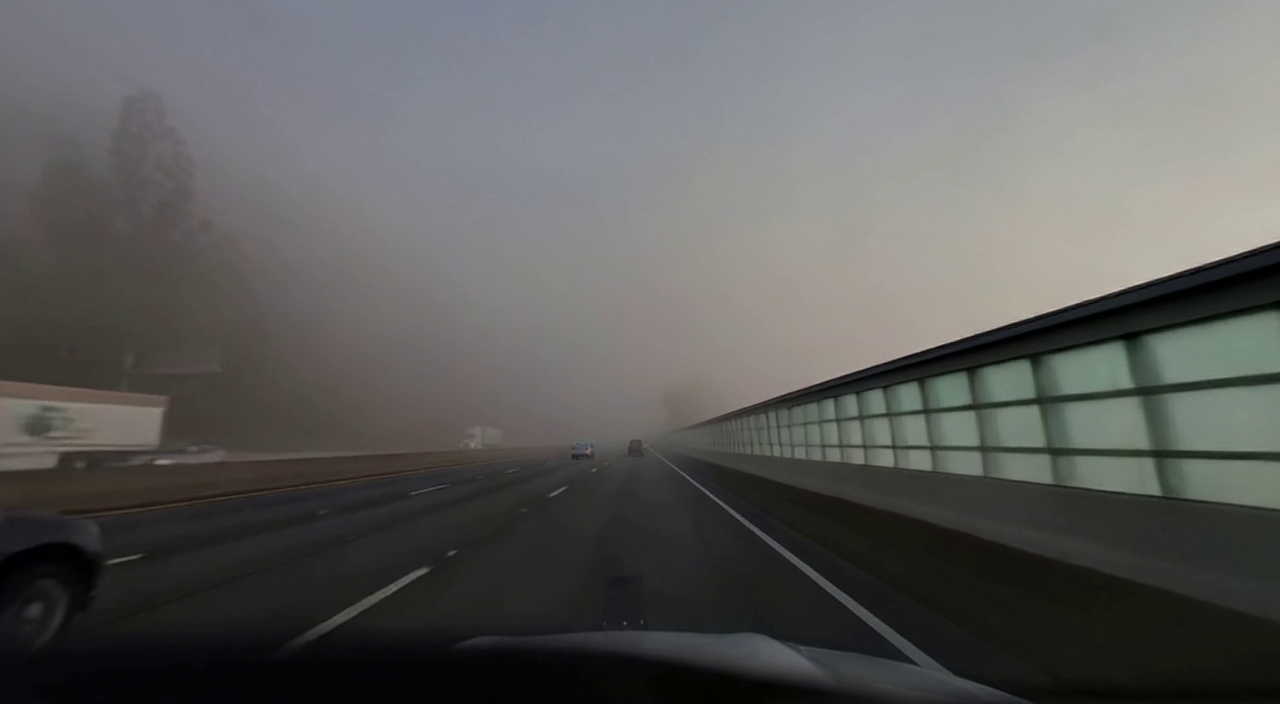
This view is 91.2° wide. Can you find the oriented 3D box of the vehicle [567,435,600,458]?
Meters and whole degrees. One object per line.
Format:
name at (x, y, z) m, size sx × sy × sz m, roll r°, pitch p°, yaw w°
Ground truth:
vehicle at (-4.110, 6.985, 46.372) m, size 2.063 × 1.598 × 4.189 m, roll 0°, pitch -8°, yaw 1°
